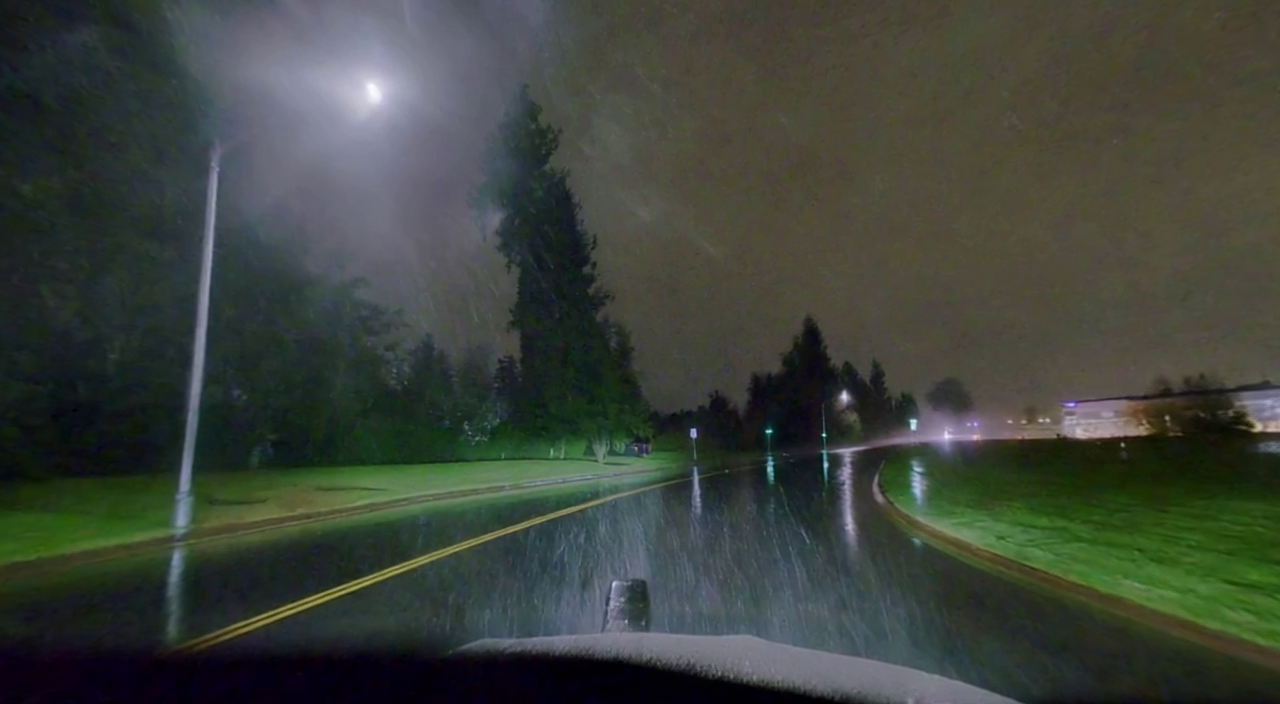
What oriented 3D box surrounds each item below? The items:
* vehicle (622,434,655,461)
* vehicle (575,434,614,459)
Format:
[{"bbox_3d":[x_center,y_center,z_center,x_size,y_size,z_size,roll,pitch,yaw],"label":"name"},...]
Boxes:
[{"bbox_3d":[-0.182,6.927,45.606,2.244,1.796,5.170,0,-9,-2],"label":"vehicle"},{"bbox_3d":[-3.445,7.030,46.916,2.192,1.740,4.521,2,-9,-13],"label":"vehicle"}]
